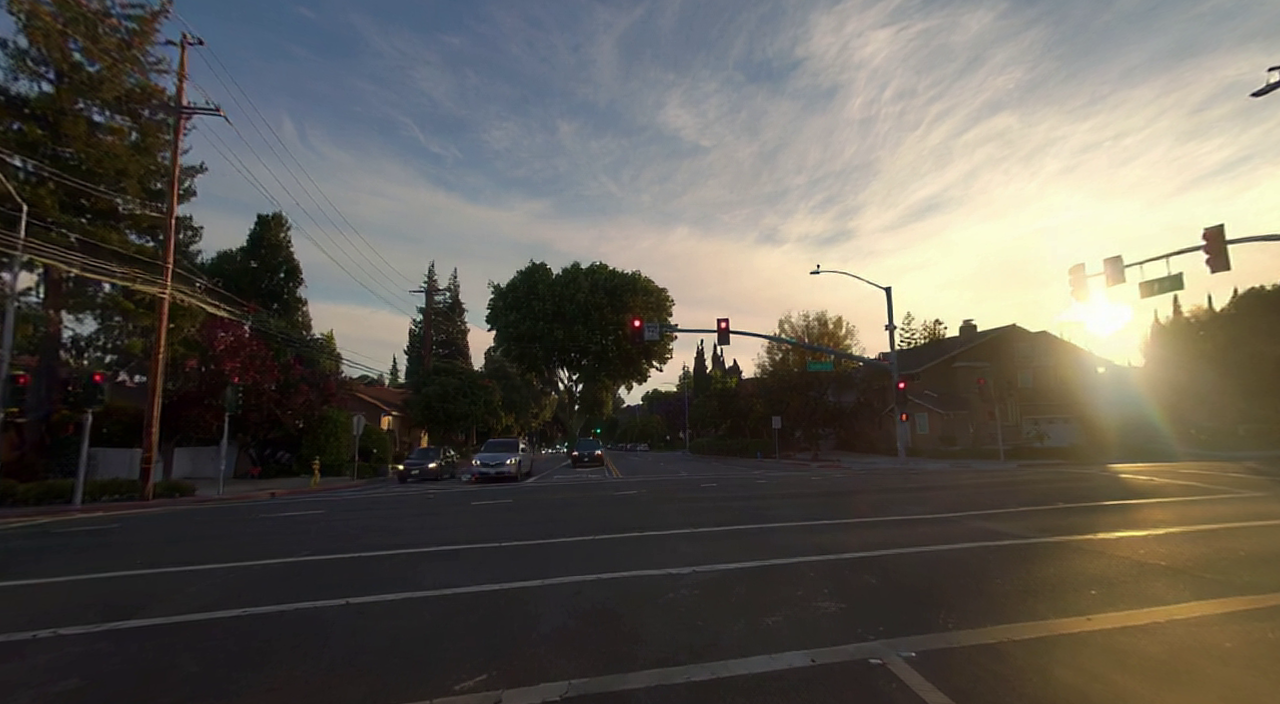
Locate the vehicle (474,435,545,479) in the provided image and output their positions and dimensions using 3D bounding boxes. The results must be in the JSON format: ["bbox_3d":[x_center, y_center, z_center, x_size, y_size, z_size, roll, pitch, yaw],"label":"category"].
[{"bbox_3d":[-6.409,5.232,31.782,2.479,1.977,5.254,0,-9,-1],"label":"vehicle"}]

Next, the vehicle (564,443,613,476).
[{"bbox_3d":[-2.420,5.216,30.939,2.174,1.477,4.805,0,-9,-2],"label":"vehicle"}]

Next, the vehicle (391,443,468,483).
[{"bbox_3d":[-10.188,5.384,30.973,2.241,1.819,4.690,0,-9,-1],"label":"vehicle"}]
